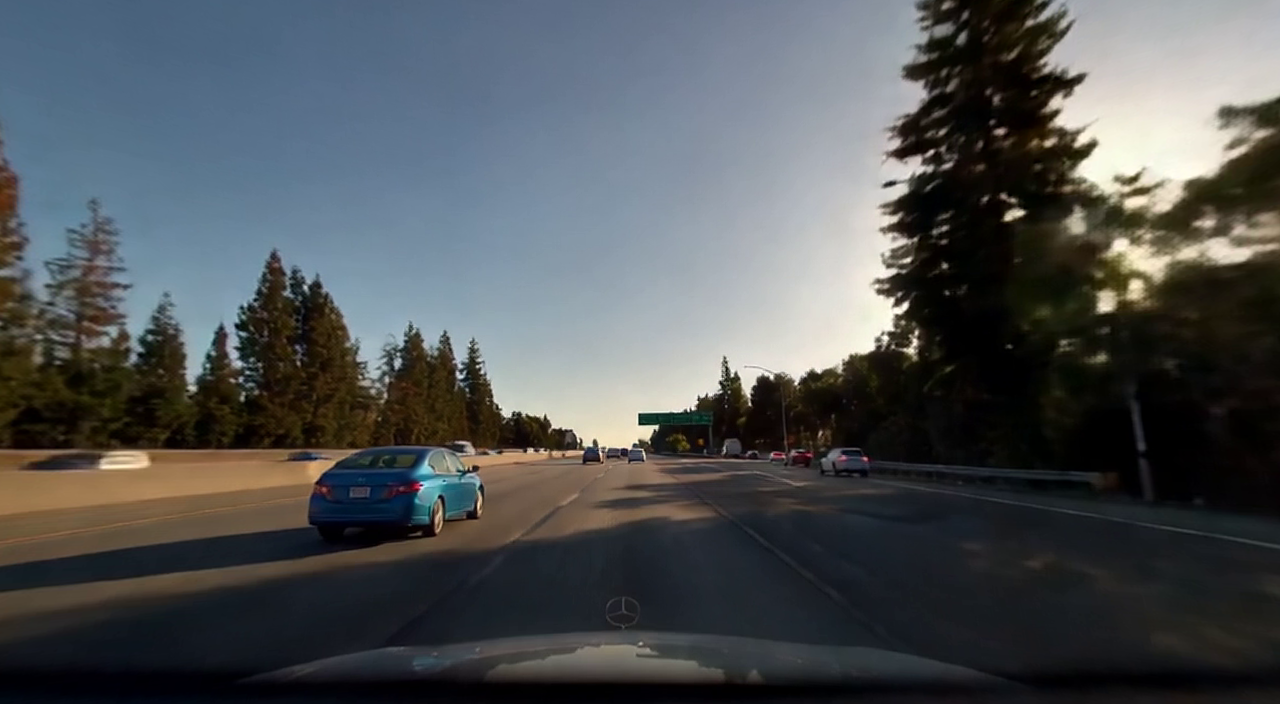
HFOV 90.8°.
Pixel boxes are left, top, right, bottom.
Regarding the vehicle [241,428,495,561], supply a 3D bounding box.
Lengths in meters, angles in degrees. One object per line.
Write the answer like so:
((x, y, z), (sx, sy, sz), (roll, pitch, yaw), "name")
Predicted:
((-3.707, 2.010, 9.613), (2.020, 1.554, 4.137), (0, -9, 0), "vehicle")

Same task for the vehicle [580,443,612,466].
((-3.436, 8.093, 49.838), (2.206, 1.683, 4.300), (0, -9, 0), "vehicle")

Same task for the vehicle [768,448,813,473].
((9.637, 6.947, 40.774), (1.940, 1.496, 4.992), (-1, -9, 3), "vehicle")

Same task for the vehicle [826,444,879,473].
((14.259, 7.186, 42.737), (2.278, 1.816, 5.666), (-1, -9, 7), "vehicle")
